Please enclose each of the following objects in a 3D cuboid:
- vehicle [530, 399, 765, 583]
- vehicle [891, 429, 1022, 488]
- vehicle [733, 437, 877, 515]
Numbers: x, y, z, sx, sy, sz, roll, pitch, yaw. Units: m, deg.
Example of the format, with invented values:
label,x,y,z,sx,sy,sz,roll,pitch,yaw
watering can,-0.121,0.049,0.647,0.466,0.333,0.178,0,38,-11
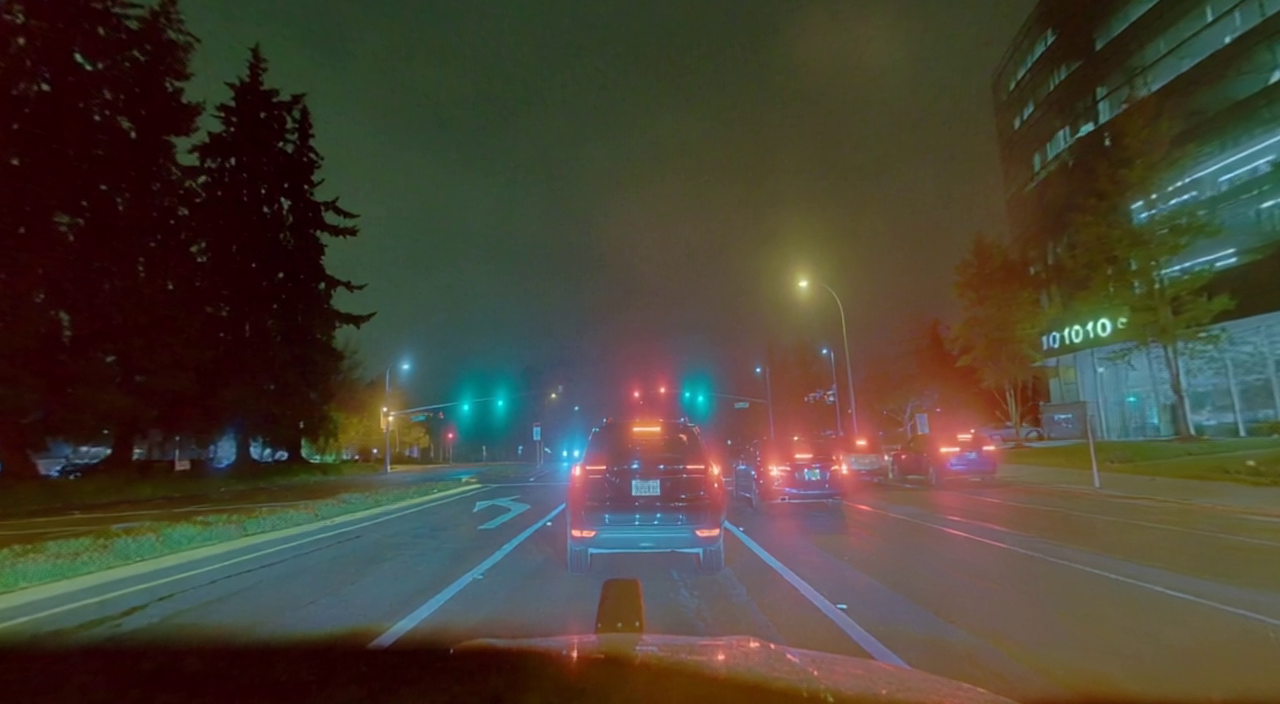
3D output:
label,x,y,z,sx,sy,sz,roll,pitch,yaw
vehicle,0.065,1.654,8.257,2.266,1.762,4.131,0,-9,0
vehicle,10.858,3.693,22.124,2.123,1.812,4.553,0,-9,-1
vehicle,3.494,2.712,14.357,1.997,1.471,4.321,0,-9,-1
